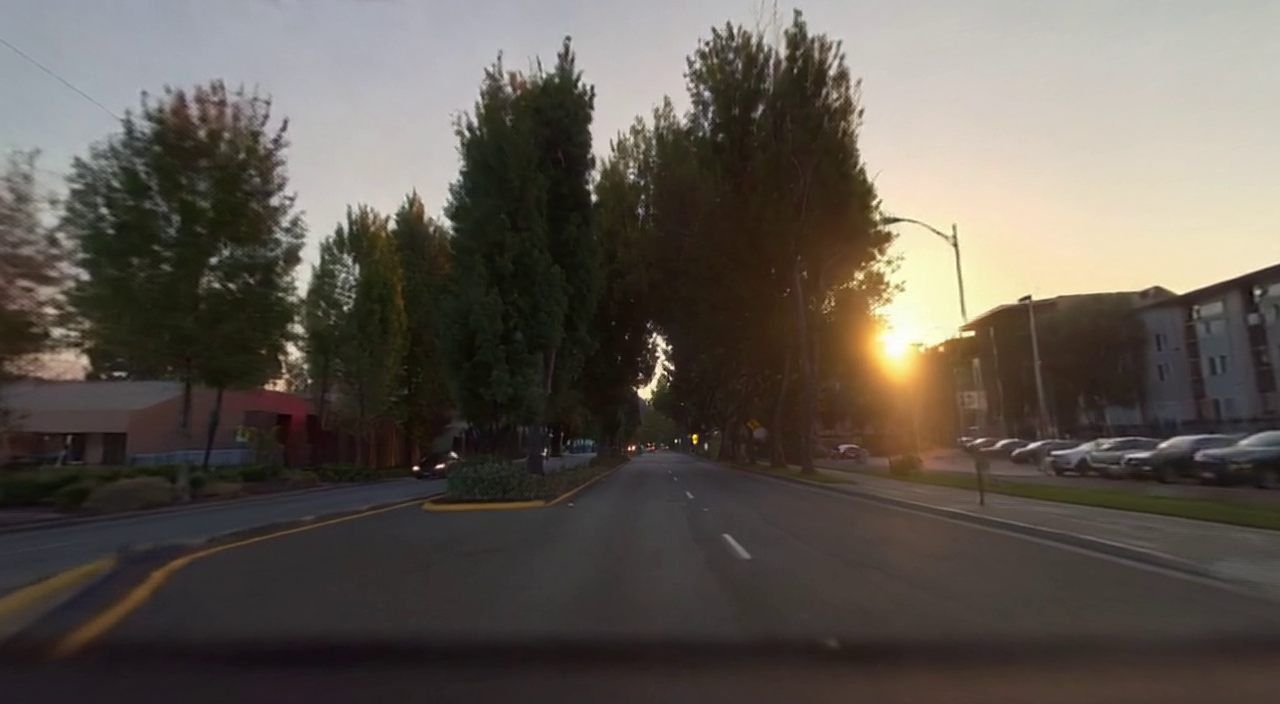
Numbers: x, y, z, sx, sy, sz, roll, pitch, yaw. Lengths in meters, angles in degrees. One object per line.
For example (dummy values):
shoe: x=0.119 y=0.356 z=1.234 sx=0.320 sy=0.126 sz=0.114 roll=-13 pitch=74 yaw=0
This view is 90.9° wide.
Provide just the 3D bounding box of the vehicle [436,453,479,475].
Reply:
vehicle: x=-13.839 y=8.496 z=47.998 sx=1.816 sy=1.567 sz=3.957 roll=-1 pitch=-9 yaw=3

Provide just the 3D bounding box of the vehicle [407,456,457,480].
vehicle: x=-13.926 y=7.756 z=42.436 sx=1.835 sy=1.434 sz=4.325 roll=0 pitch=-9 yaw=0
